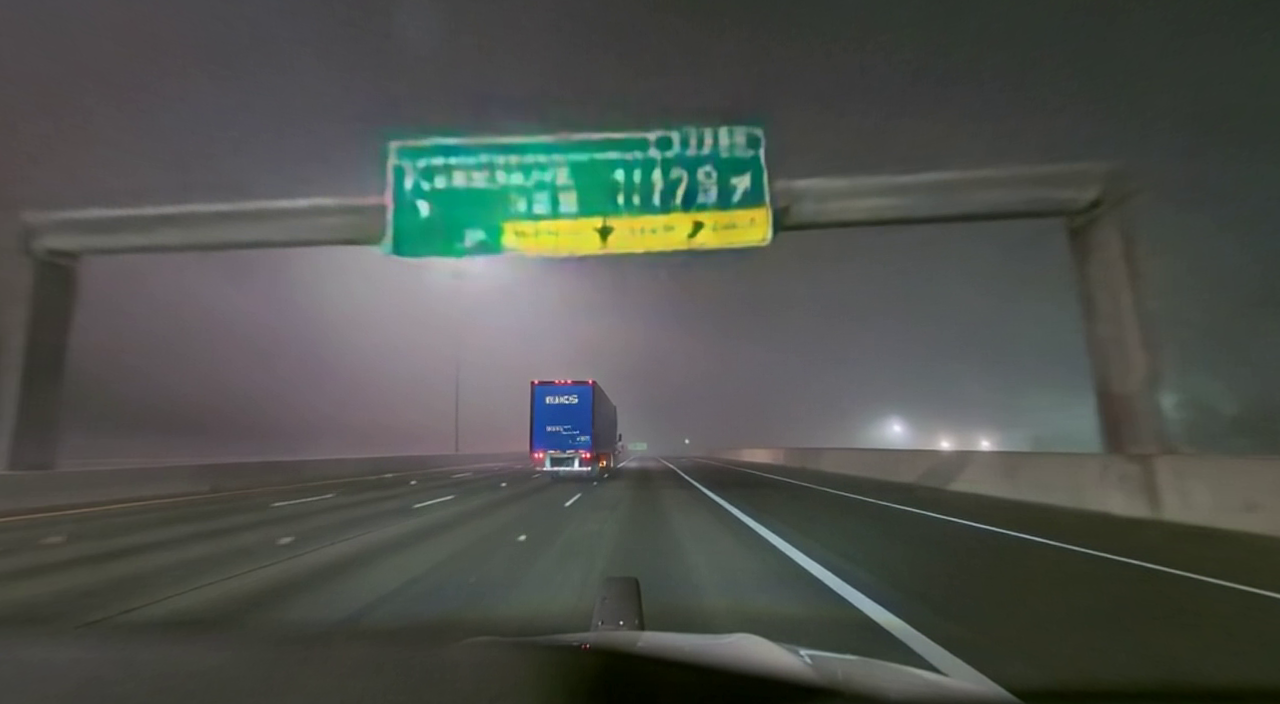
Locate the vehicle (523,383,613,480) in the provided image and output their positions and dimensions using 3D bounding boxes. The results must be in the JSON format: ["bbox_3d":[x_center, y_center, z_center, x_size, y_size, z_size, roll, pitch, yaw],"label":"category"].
[{"bbox_3d":[-3.164,4.089,31.374,3.059,3.956,11.036,0,-9,1],"label":"vehicle"}]
